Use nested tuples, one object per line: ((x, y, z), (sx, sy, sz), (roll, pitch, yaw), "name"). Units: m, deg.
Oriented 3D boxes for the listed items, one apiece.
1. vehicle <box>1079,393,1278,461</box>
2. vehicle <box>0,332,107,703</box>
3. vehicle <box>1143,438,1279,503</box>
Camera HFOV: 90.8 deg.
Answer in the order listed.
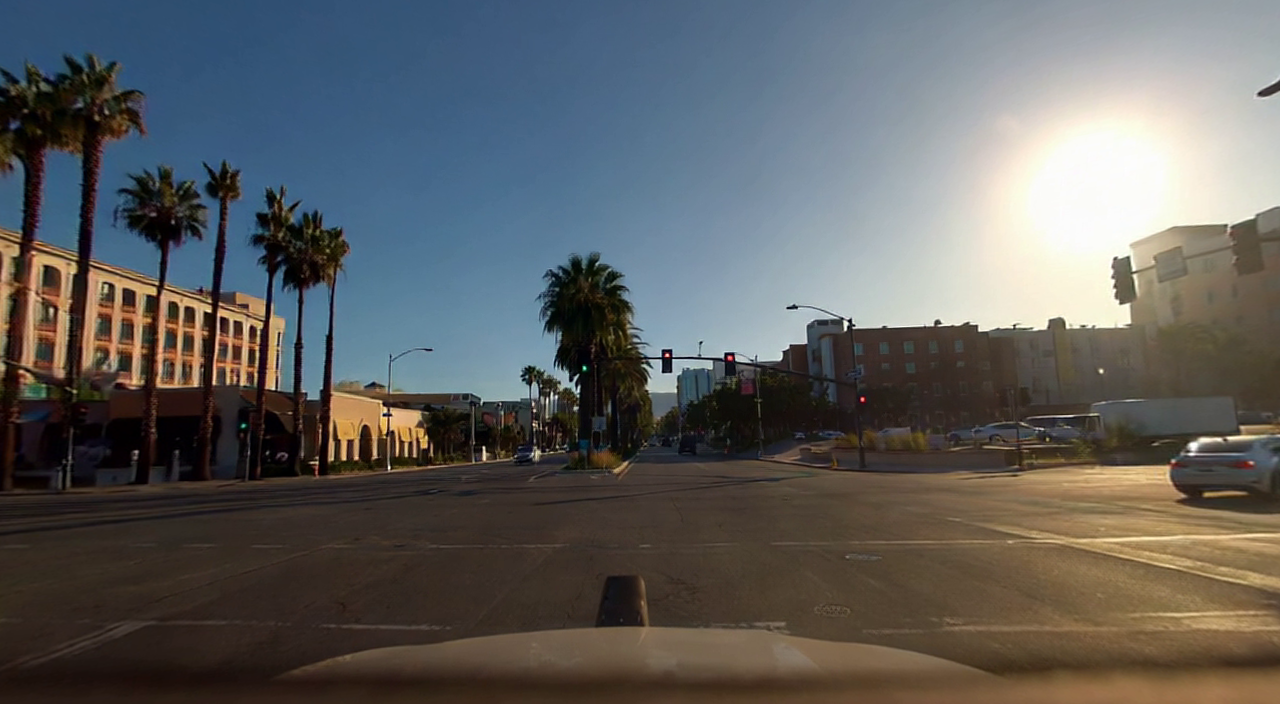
((32.610, 4.756, 39.213), (2.863, 3.609, 10.252), (0, -8, -3), "vehicle")
((-3.343, 0.485, 0.321), (2.026, 1.723, 4.832), (0, -9, -2), "vehicle")
((15.580, 2.938, 15.971), (4.520, 1.475, 2.003), (2, -9, -14), "vehicle")
